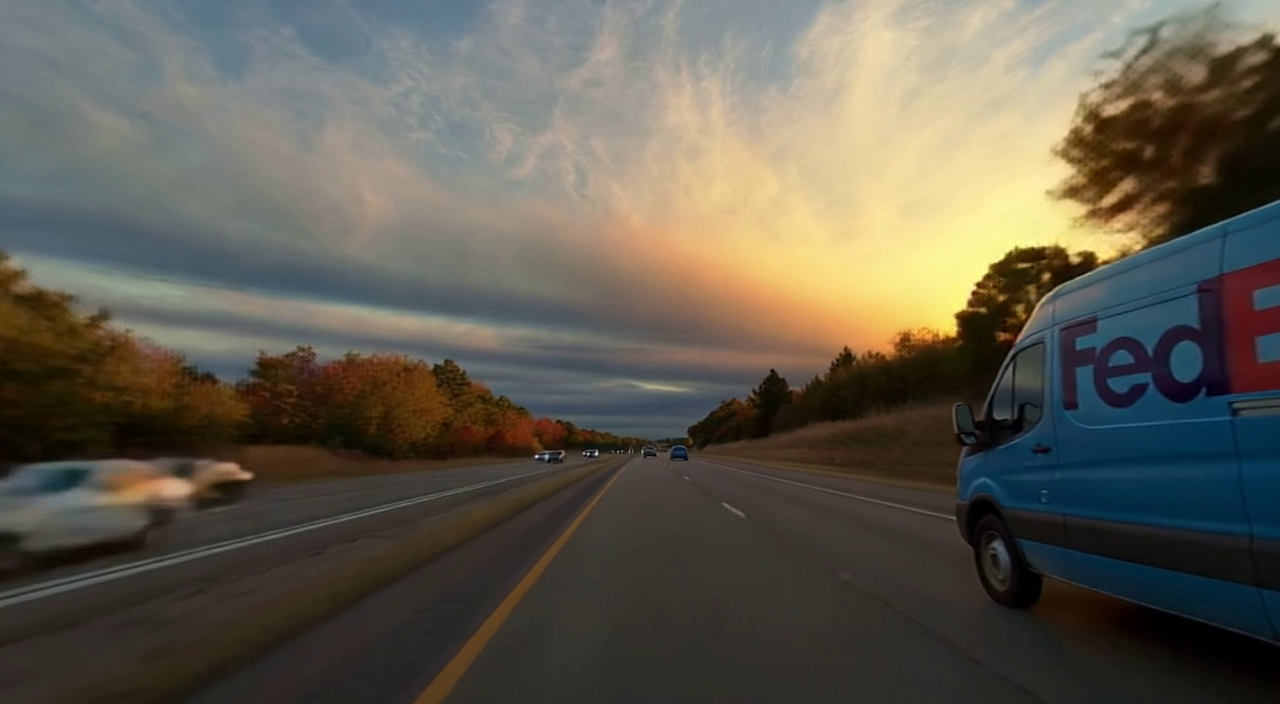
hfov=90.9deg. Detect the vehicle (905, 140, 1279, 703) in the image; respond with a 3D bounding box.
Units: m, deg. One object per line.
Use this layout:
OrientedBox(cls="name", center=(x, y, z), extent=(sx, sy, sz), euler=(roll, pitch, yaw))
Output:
OrientedBox(cls="vehicle", center=(3.906, 0.478, 3.033), extent=(2.522, 2.556, 6.180), euler=(0, -9, 0))
